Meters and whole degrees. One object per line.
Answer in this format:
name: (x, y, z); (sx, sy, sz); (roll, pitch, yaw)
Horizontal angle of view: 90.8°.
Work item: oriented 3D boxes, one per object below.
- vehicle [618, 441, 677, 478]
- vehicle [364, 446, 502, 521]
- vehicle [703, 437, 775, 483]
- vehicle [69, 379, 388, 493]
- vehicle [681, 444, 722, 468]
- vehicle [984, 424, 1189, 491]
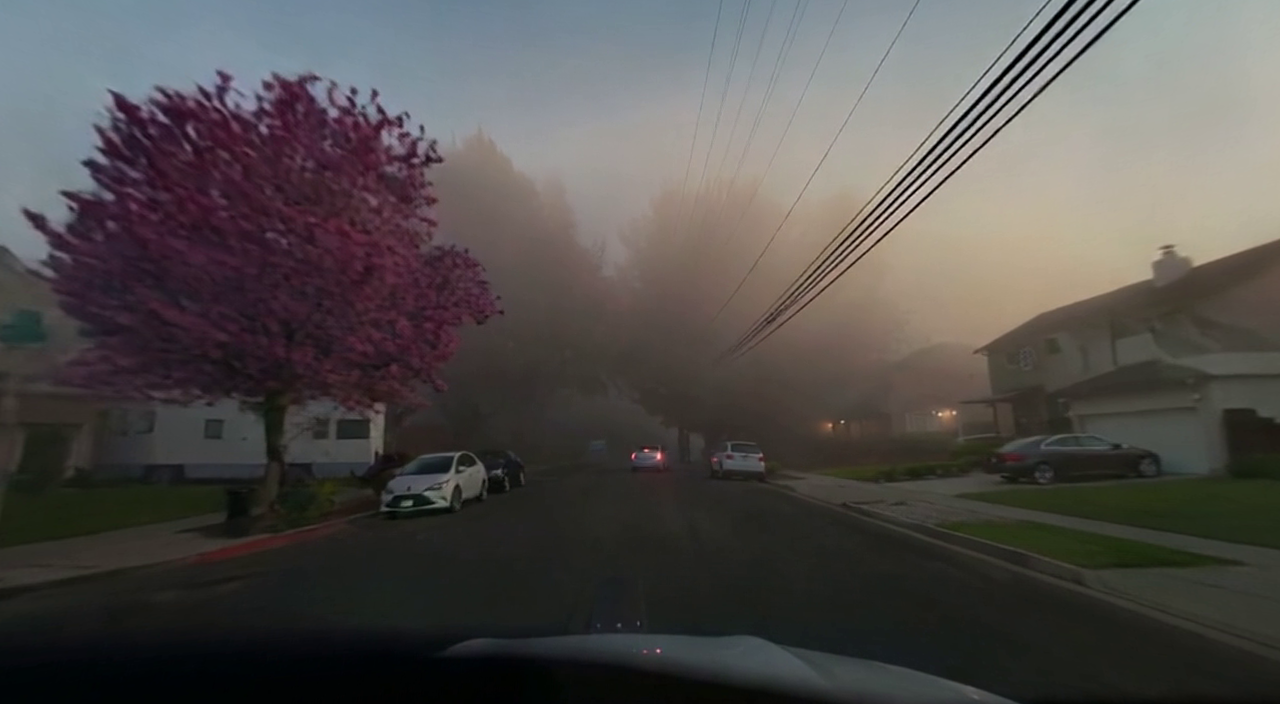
vehicle: (0.432, 4.574, 27.246); (2.075, 1.449, 4.526); (-1, -9, 7)
vehicle: (-4.849, 3.099, 15.539); (1.874, 1.413, 4.442); (0, -7, 0)
vehicle: (3.832, 4.267, 25.264); (2.103, 1.679, 4.386); (0, -9, -1)
vehicle: (-13.047, 2.754, 20.659); (8.239, 3.354, 2.902); (1, -9, 1)
vehicle: (3.961, 6.787, 41.545); (2.006, 1.489, 4.753); (0, -8, -2)
vehicle: (12.346, 2.932, 17.729); (4.186, 1.748, 1.992); (0, -8, 1)
